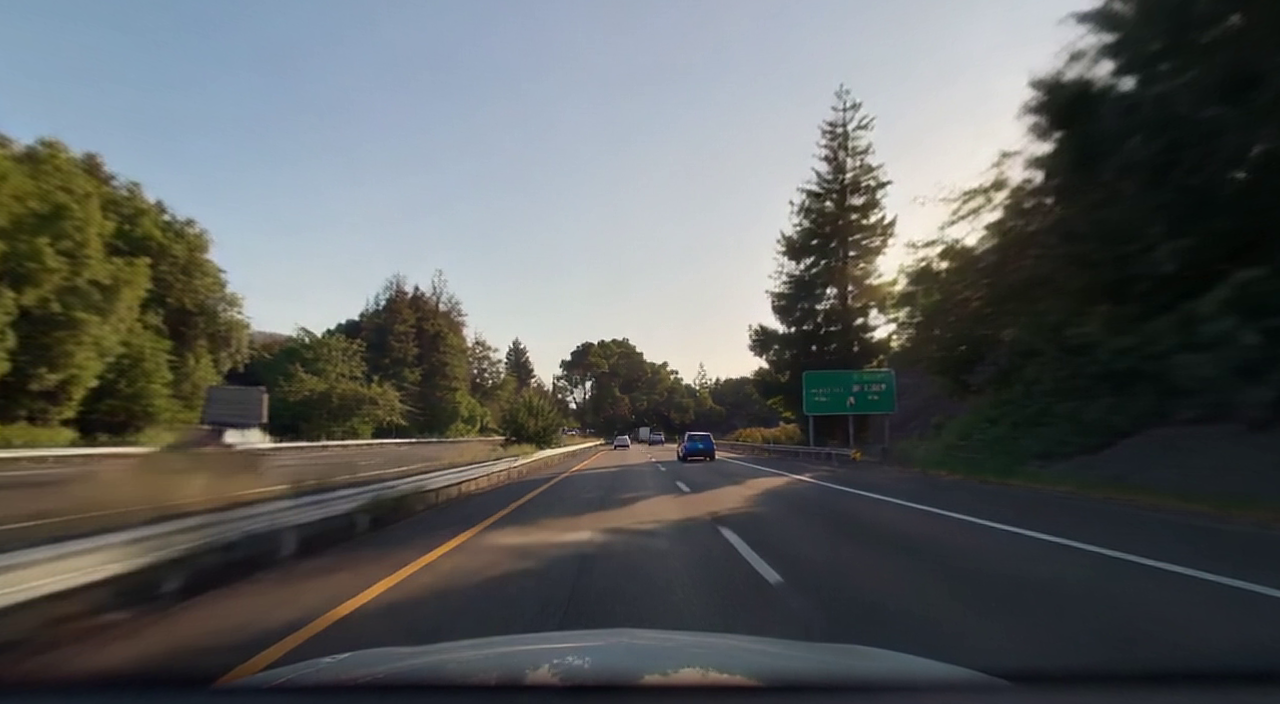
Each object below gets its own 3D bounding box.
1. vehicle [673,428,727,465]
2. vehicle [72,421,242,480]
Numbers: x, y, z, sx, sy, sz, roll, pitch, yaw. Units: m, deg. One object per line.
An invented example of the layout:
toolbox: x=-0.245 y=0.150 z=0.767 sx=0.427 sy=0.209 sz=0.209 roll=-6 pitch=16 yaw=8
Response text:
vehicle: x=2.878 y=4.674 z=31.424 sx=2.085 sy=1.681 sz=4.436 roll=0 pitch=-7 yaw=-2
vehicle: x=-14.044 y=2.870 z=18.674 sx=1.989 sy=1.531 sz=3.818 roll=0 pitch=-7 yaw=-1
